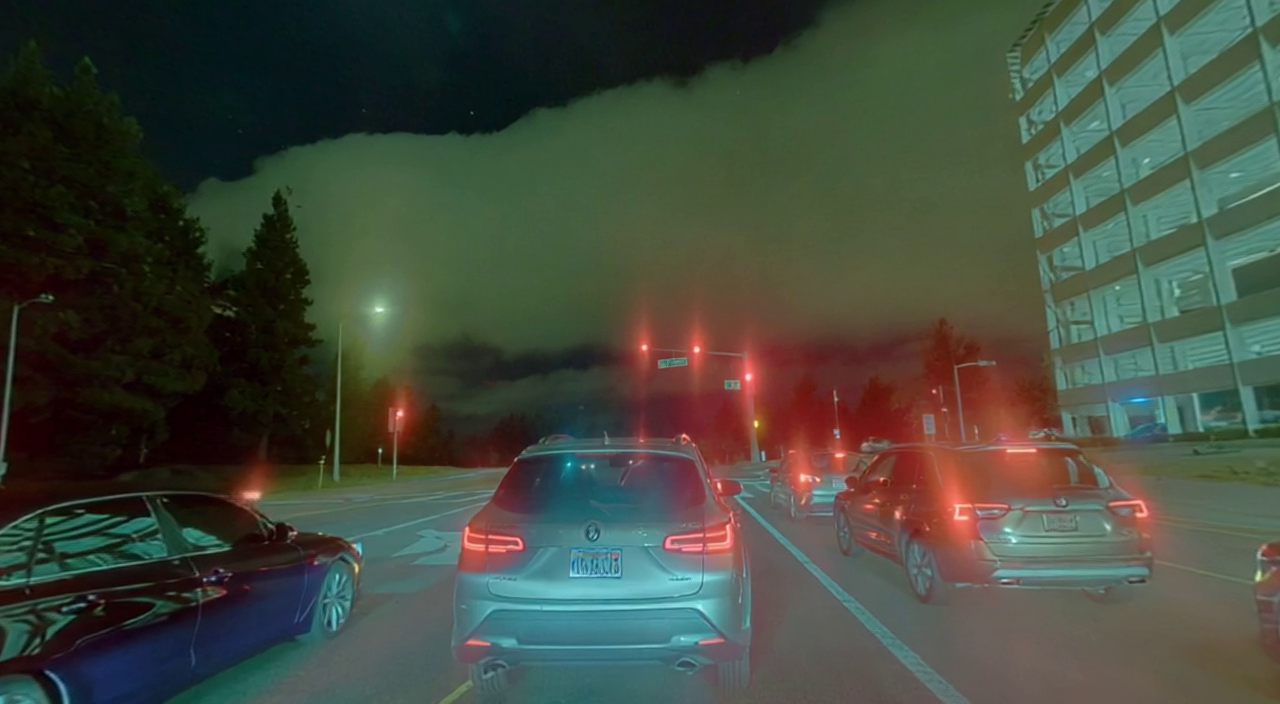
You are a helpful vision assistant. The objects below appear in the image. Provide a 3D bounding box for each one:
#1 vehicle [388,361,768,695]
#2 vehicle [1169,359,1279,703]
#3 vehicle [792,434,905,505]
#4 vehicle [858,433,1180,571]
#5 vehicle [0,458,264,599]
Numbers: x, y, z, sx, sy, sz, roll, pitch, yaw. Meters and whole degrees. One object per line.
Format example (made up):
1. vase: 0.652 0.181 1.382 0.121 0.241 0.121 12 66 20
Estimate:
1. vehicle: -0.205 1.238 5.571 2.021 1.742 4.295 -1 -8 4
2. vehicle: 4.049 0.612 1.108 1.993 1.719 4.953 0 -8 1
3. vehicle: 5.333 3.034 16.727 1.994 1.638 4.100 -1 -9 6
4. vehicle: 4.908 1.968 9.180 1.963 1.480 4.553 0 -8 2
5. vehicle: -8.167 2.351 9.192 2.163 1.500 4.753 -1 -8 5
